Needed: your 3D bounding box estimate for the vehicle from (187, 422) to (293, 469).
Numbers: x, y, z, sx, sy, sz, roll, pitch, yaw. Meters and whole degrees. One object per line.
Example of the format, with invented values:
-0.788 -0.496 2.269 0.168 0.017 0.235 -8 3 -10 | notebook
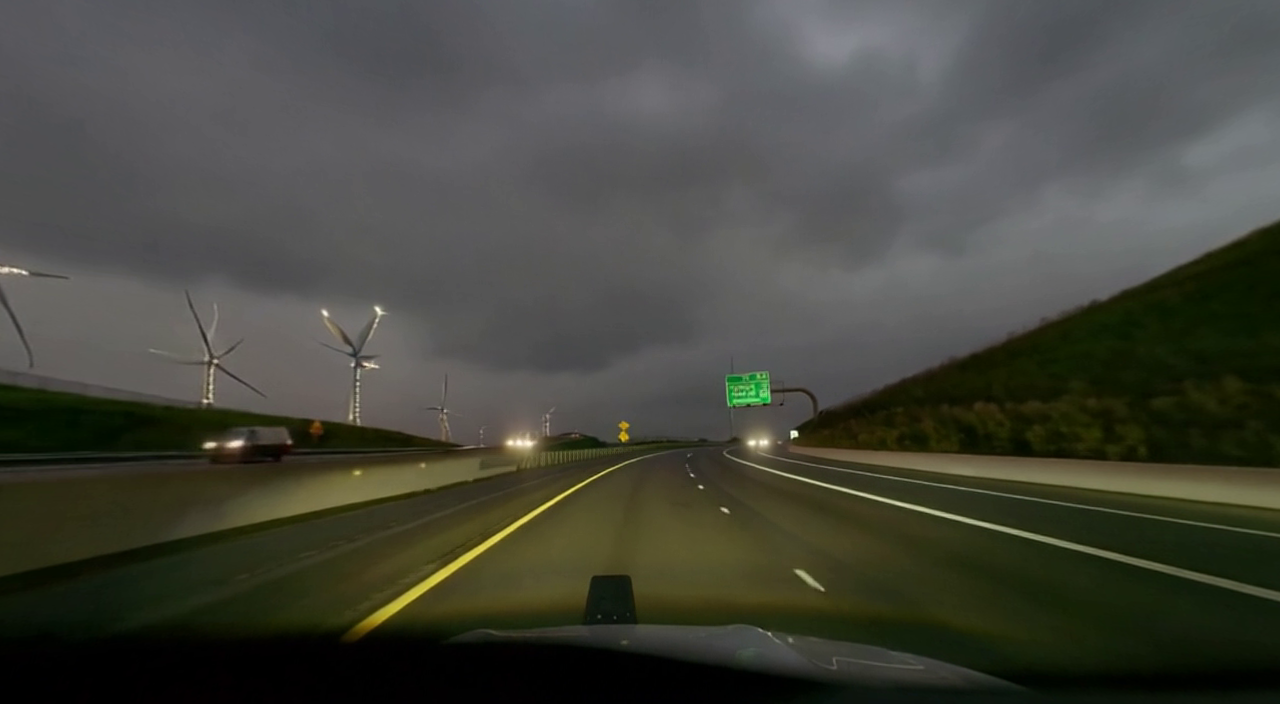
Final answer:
-19.592 4.651 31.198 2.113 2.089 5.212 0 -9 -4 | vehicle
